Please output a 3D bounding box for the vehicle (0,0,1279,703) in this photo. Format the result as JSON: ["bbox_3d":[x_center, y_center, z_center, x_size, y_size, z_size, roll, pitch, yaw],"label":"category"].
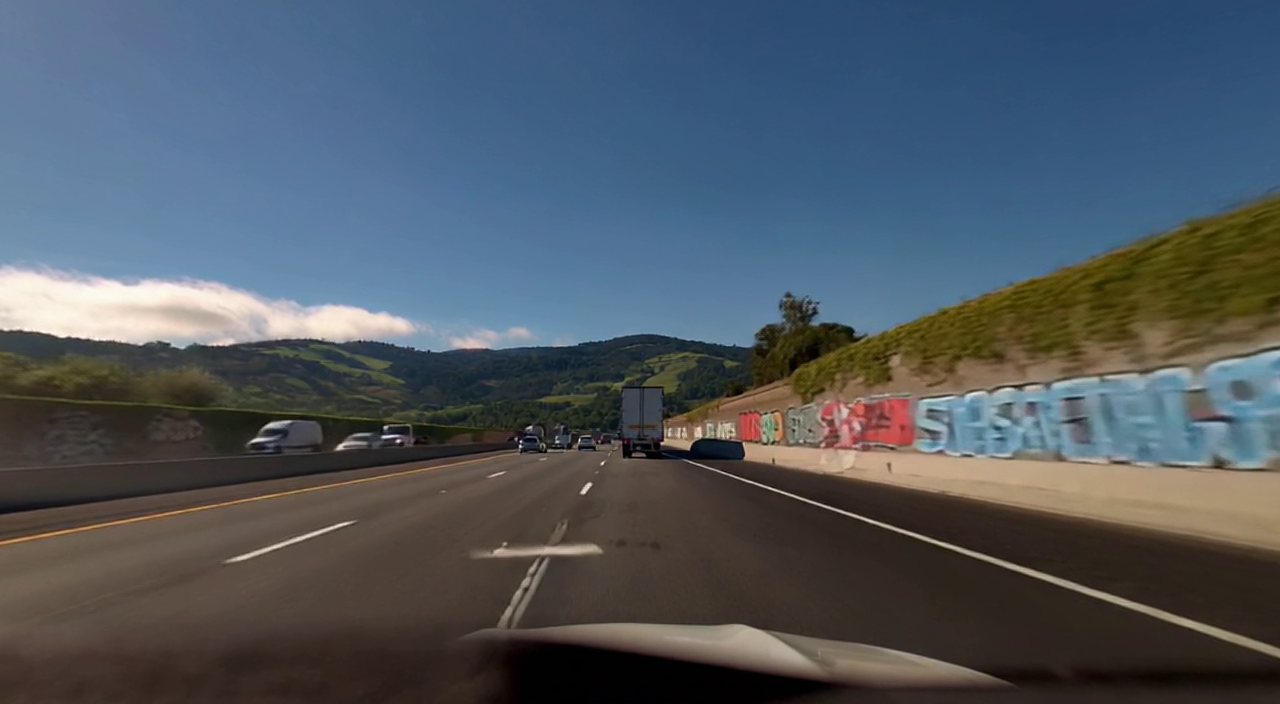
[{"bbox_3d":[-0.089,-0.100,3.972,2.880,3.798,5.927,0,-8,-4],"label":"vehicle"}]
